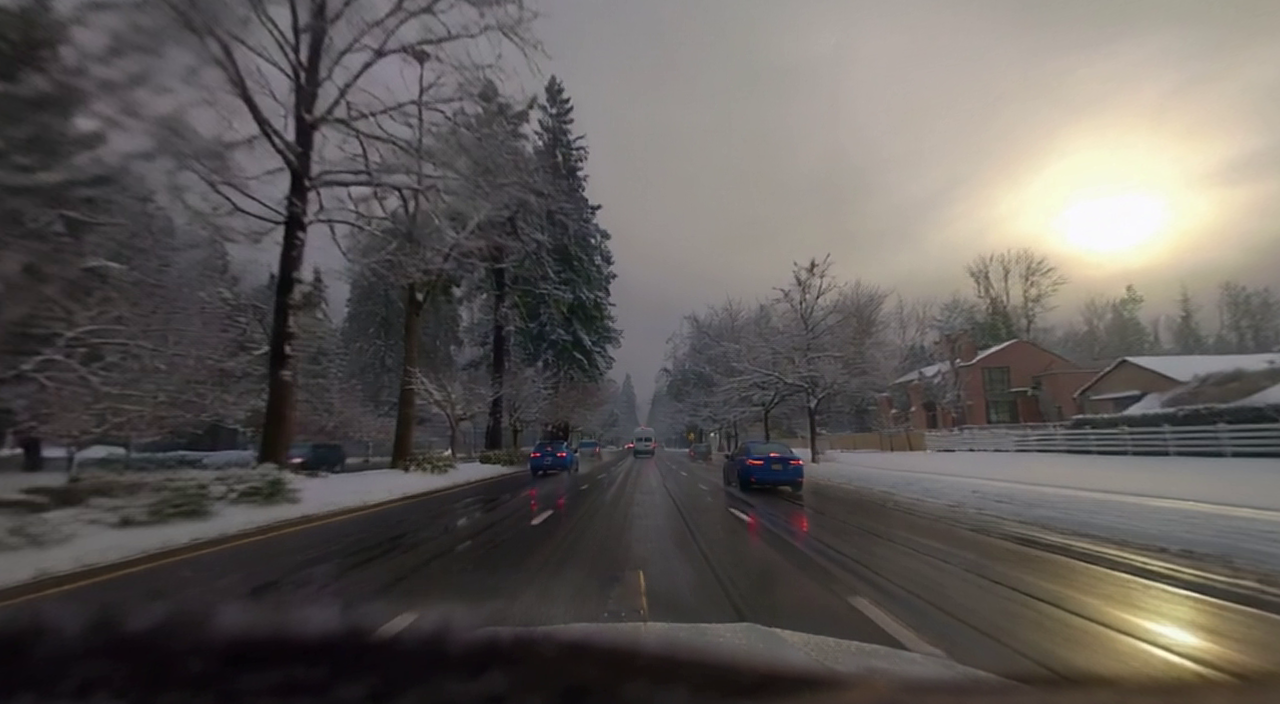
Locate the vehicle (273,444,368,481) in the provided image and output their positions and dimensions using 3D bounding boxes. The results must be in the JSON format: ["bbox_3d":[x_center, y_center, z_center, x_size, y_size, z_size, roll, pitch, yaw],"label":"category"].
[{"bbox_3d":[-13.803,4.765,27.453,1.816,1.484,4.356,0,-8,0],"label":"vehicle"}]

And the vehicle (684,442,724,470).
[{"bbox_3d":[3.847,6.295,38.204,1.905,1.520,4.340,1,-8,-1],"label":"vehicle"}]

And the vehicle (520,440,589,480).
[{"bbox_3d":[-3.340,4.312,25.423,2.036,1.474,4.647,0,-8,1],"label":"vehicle"}]

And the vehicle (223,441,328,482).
[{"bbox_3d":[-17.647,5.293,30.735,2.107,1.796,5.011,0,-8,0],"label":"vehicle"}]

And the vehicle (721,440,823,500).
[{"bbox_3d":[3.580,3.271,17.827,1.945,1.469,4.258,0,-8,0],"label":"vehicle"}]
